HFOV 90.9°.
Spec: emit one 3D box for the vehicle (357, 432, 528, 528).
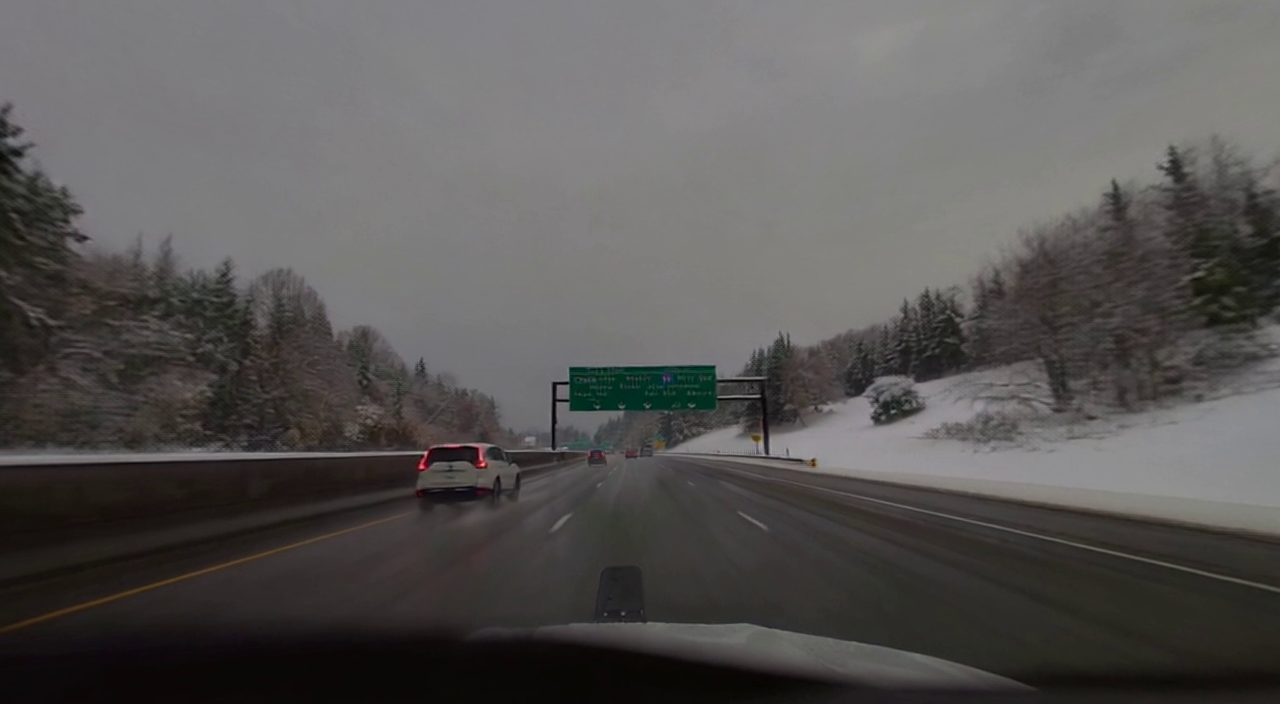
[{"bbox_3d":[-3.710,2.500,12.854,2.028,1.584,4.481,0,-9,0],"label":"vehicle"}]
